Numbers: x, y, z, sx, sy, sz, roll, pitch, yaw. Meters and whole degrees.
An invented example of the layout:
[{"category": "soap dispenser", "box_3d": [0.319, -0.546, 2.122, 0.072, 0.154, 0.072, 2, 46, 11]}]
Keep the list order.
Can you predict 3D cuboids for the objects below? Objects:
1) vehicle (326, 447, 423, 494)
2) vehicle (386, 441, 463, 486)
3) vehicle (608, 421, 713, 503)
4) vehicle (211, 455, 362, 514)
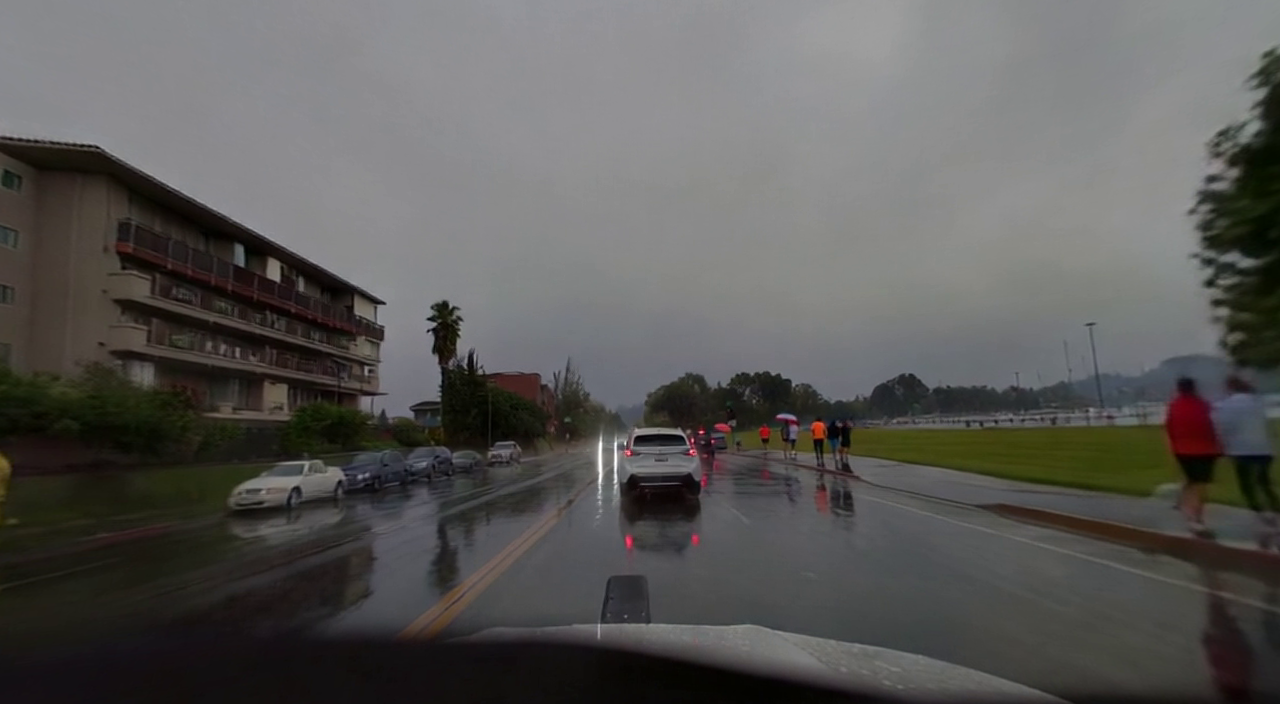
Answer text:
[{"category": "vehicle", "box_3d": [-10.287, 4.577, 24.815, 1.869, 1.647, 4.281, -1, -8, 1]}, {"category": "vehicle", "box_3d": [-10.118, 5.219, 30.023, 1.940, 1.816, 4.721, -1, -7, 1]}, {"category": "vehicle", "box_3d": [0.395, 2.503, 14.756, 2.132, 1.632, 3.838, 0, -8, 0]}, {"category": "vehicle", "box_3d": [-10.506, 3.930, 19.240, 1.839, 1.474, 4.694, -1, -8, 1]}]
